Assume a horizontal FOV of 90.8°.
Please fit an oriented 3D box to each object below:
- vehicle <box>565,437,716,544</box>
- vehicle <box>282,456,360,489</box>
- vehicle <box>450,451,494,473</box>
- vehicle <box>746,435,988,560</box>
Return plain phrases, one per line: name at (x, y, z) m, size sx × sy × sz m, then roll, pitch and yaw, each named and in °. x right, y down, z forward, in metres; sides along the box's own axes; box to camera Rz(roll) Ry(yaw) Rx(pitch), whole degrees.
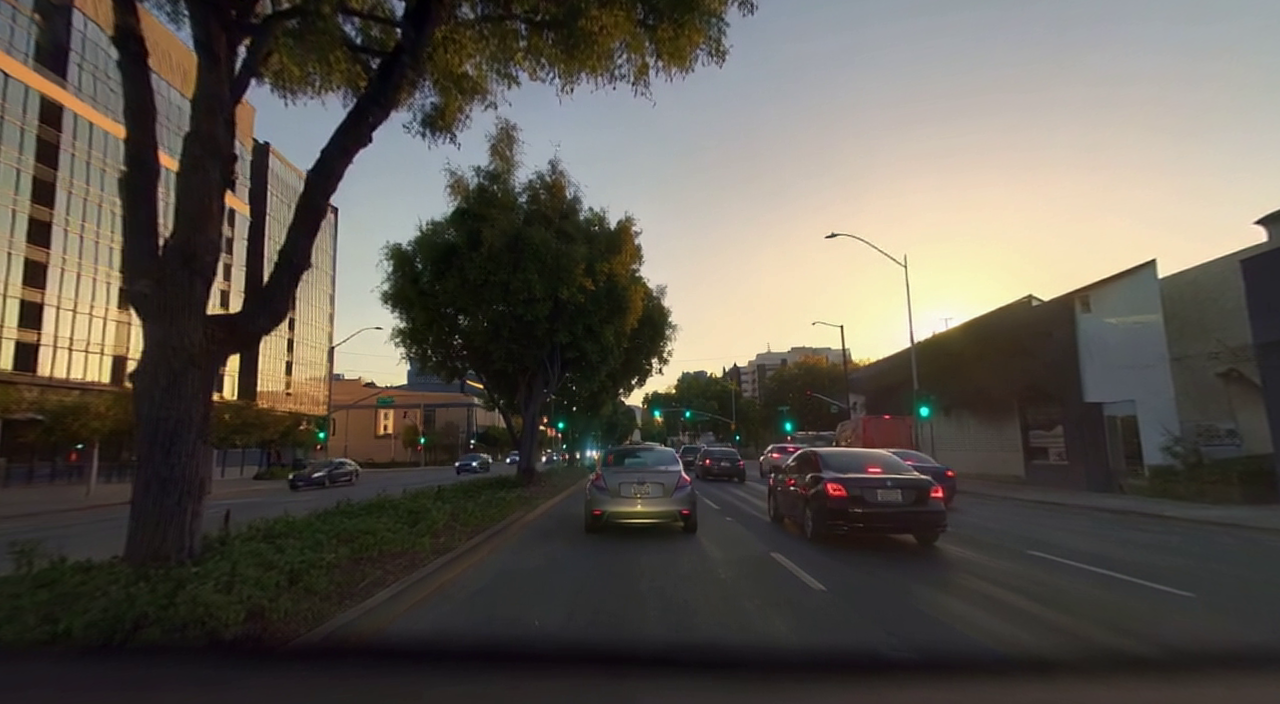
vehicle at (-0.040, 2.254, 10.983) m, size 2.105 × 1.474 × 4.127 m, roll 0°, pitch -8°, yaw -1°
vehicle at (-16.543, 6.241, 33.034) m, size 1.864 × 1.489 × 4.346 m, roll 0°, pitch -8°, yaw 0°
vehicle at (-12.551, 8.264, 47.604) m, size 2.020 × 1.533 × 4.620 m, roll 0°, pitch -8°, yaw 0°
vehicle at (3.129, 2.090, 9.943) m, size 1.995 × 1.483 × 4.533 m, roll 0°, pitch -8°, yaw -2°
